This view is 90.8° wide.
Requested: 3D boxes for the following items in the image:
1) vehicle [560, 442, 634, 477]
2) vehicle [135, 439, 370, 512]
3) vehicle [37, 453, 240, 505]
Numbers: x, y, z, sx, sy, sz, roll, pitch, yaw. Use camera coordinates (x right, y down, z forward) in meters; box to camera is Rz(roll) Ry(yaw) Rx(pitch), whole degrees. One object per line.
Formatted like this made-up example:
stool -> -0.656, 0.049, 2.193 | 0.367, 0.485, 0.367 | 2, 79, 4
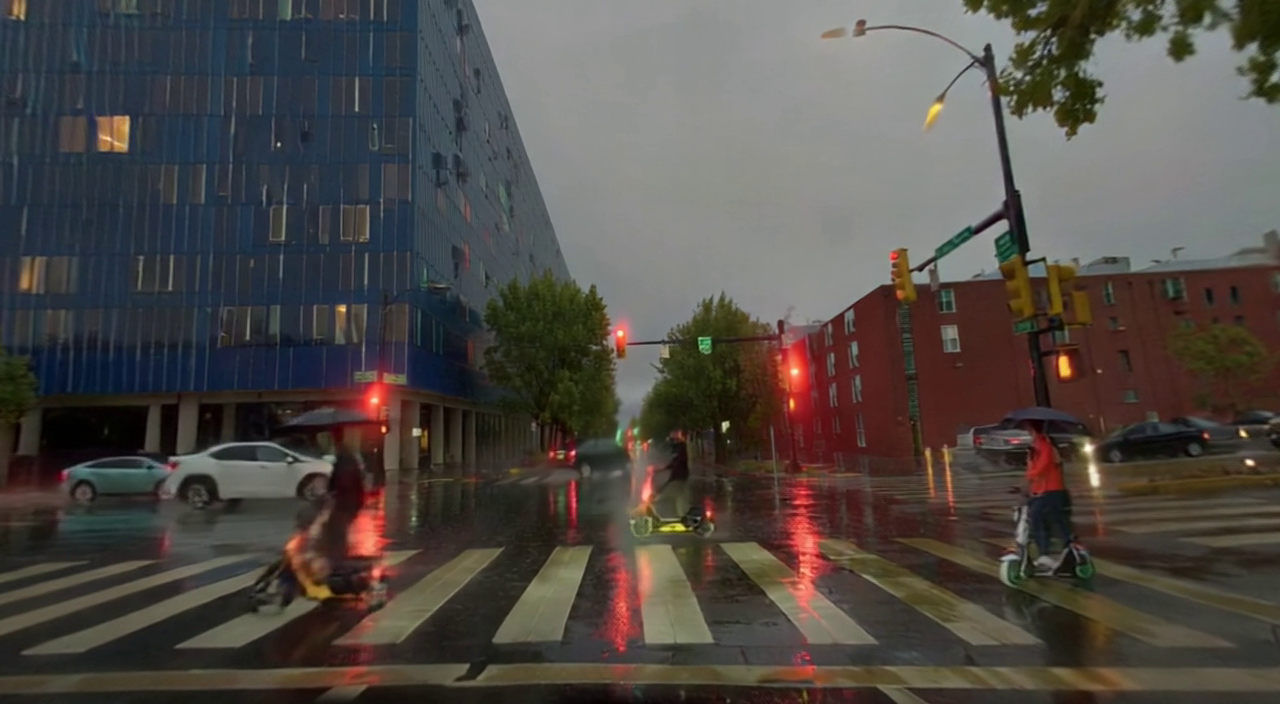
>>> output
vehicle -> -2.078, 5.414, 32.126 | 2.051, 1.616, 4.641 | -3, -9, 20
vehicle -> -10.016, 3.200, 16.824 | 4.802, 1.724, 2.122 | 2, -9, -13
vehicle -> -15.635, 3.949, 19.985 | 4.485, 1.463, 2.075 | 1, -9, -9
